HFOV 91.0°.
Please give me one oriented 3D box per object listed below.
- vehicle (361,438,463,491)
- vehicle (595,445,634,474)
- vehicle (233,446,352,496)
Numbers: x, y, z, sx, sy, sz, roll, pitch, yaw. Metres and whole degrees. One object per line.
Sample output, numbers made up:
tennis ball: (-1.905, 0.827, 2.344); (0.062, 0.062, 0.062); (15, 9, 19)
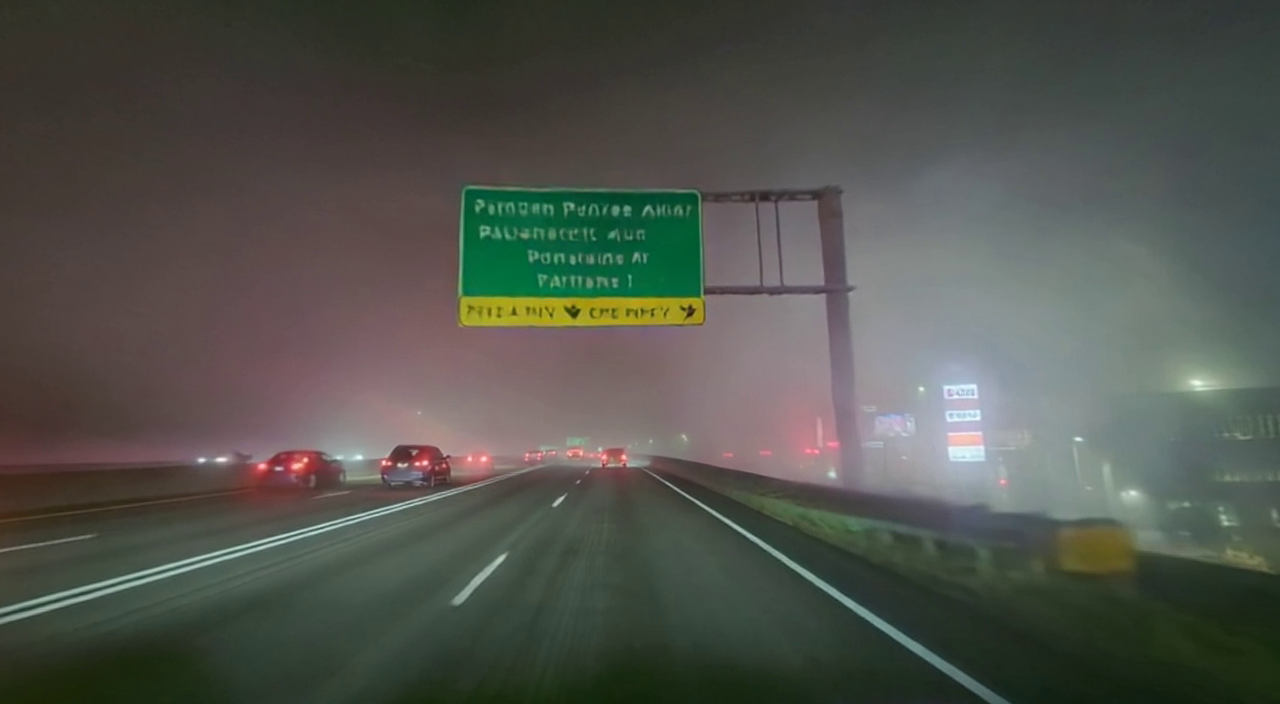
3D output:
vehicle: (-7.942, 3.951, 22.441); (2.065, 1.689, 4.399); (0, -9, -1)
vehicle: (-1.477, 6.173, 36.404); (2.110, 1.501, 4.319); (0, -9, -3)
vehicle: (-11.739, 4.008, 21.624); (1.936, 1.501, 3.900); (0, -9, -1)
